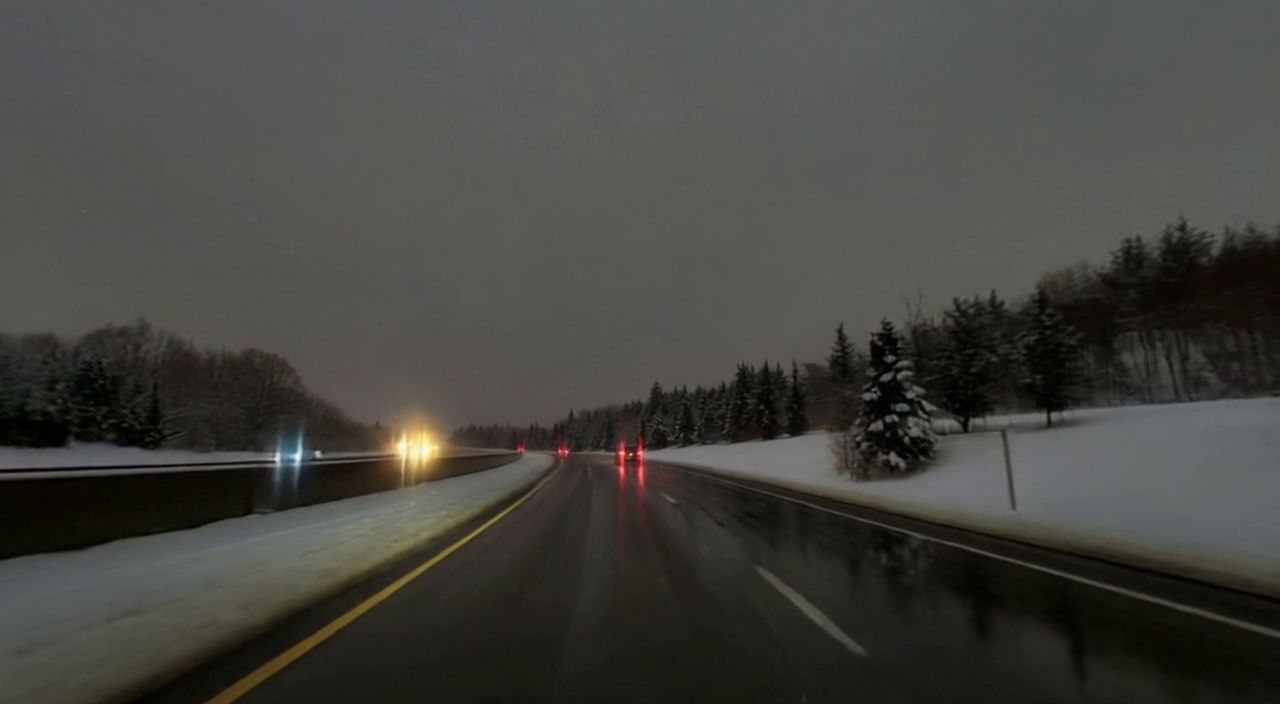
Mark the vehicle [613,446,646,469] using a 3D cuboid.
[{"bbox_3d":[-0.769,7.143,42.578,2.140,1.455,4.135,0,-9,-2],"label":"vehicle"}]
